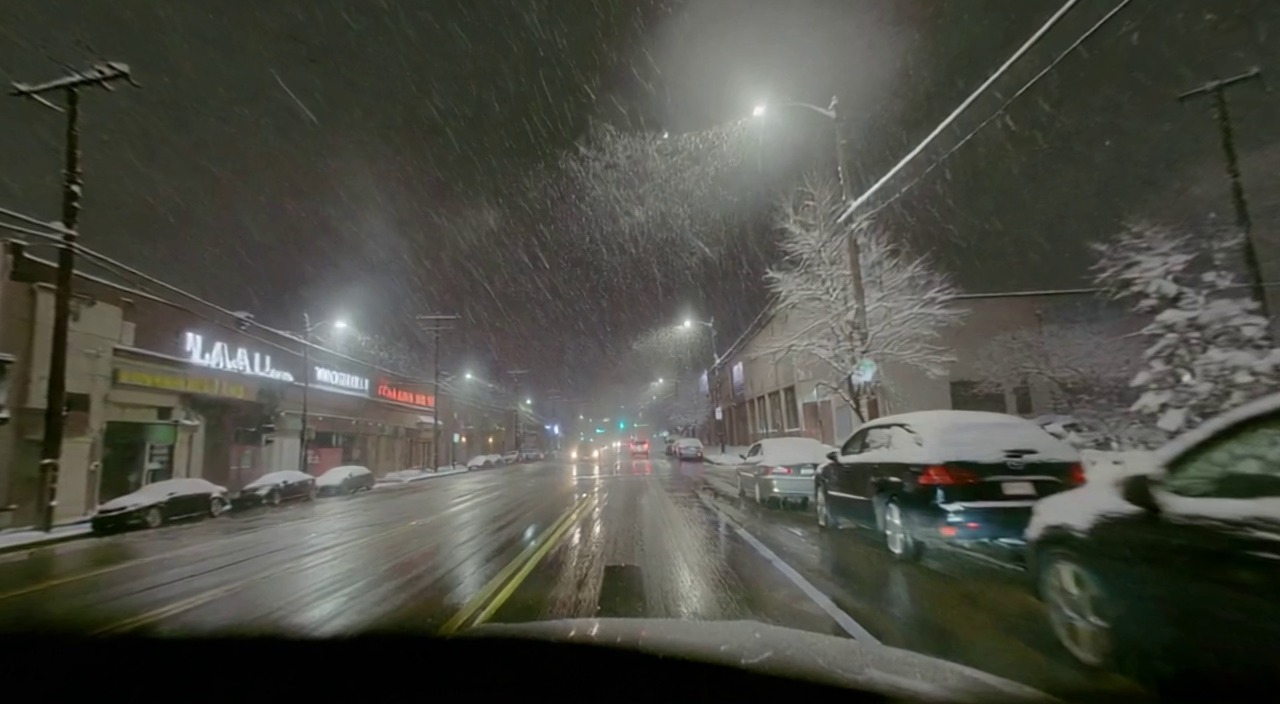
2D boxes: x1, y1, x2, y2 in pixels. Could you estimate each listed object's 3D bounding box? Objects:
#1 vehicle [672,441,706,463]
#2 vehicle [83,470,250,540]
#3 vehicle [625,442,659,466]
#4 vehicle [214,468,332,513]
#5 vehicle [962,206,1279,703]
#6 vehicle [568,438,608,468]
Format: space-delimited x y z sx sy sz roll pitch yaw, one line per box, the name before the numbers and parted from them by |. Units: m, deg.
vehicle | 3.548 7.337 46.549 2.042 1.487 5.033 0 -8 -1
vehicle | -15.553 4.987 21.187 1.957 1.534 5.028 -5 -7 -3
vehicle | 0.058 6.598 41.018 2.099 1.470 4.270 0 -8 -1
vehicle | -15.856 5.974 27.712 2.081 1.549 5.190 0 -8 0
vehicle | 3.445 0.336 1.076 2.620 1.939 5.968 0 -8 0
vehicle | -3.420 6.779 42.537 2.348 1.831 4.737 0 -8 -1
